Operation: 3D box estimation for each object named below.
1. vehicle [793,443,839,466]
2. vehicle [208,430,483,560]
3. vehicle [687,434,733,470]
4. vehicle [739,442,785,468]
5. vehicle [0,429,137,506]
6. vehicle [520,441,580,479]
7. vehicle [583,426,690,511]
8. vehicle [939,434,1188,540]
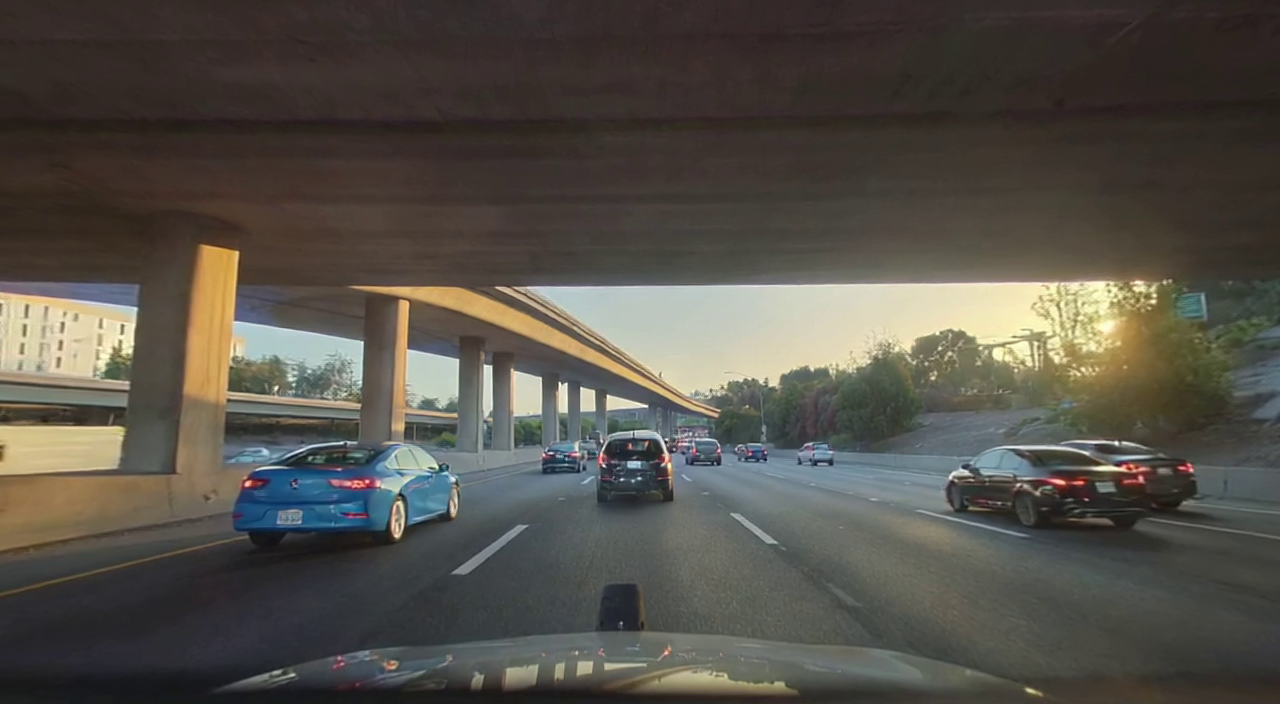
[{"bbox_3d":[11.796,6.880,42.498,1.868,1.468,4.168,0,-9,0],"label":"vehicle"},{"bbox_3d":[-3.998,2.007,9.599,1.974,1.478,4.412,0,-9,1],"label":"vehicle"},{"bbox_3d":[3.819,5.568,35.179,2.069,1.876,4.447,0,-9,0],"label":"vehicle"},{"bbox_3d":[7.646,6.495,39.874,1.963,1.482,4.436,0,-9,0],"label":"vehicle"},{"bbox_3d":[-18.206,3.315,18.388,2.230,2.019,5.743,0,-9,0],"label":"vehicle"},{"bbox_3d":[-3.883,4.732,27.931,1.947,1.516,4.295,0,-9,1],"label":"vehicle"},{"bbox_3d":[-0.048,2.684,14.929,2.181,1.697,4.021,0,-9,0],"label":"vehicle"},{"bbox_3d":[7.144,2.273,11.180,1.880,1.526,3.641,0,-9,1],"label":"vehicle"}]
